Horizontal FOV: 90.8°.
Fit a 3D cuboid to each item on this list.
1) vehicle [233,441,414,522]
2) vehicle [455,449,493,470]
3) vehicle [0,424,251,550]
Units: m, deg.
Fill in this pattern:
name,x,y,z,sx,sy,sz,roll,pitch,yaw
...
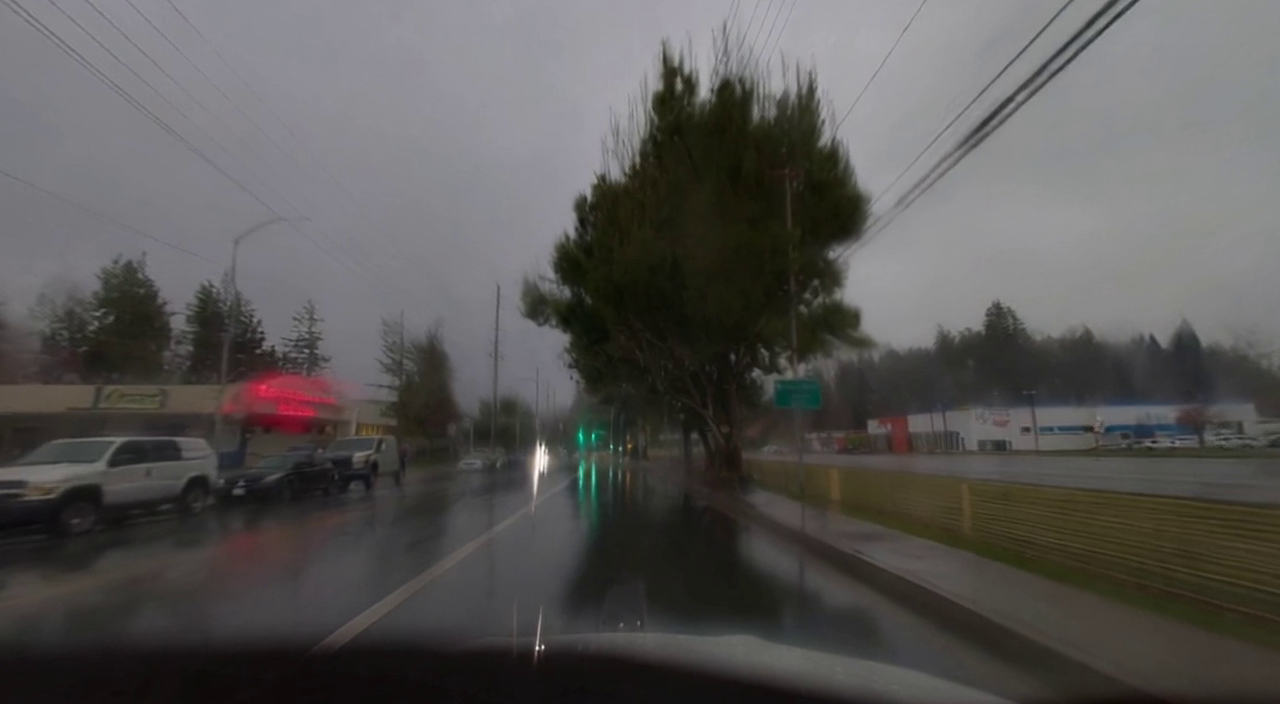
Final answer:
name,x,y,z,sx,sy,sz,roll,pitch,yaw
vehicle,-6.803,2.806,14.219,1.849,1.512,4.302,0,-9,0
vehicle,-12.231,7.913,46.730,1.939,1.502,4.398,1,-9,-5
vehicle,-10.024,2.432,12.164,2.016,1.872,5.297,1,-9,-5
